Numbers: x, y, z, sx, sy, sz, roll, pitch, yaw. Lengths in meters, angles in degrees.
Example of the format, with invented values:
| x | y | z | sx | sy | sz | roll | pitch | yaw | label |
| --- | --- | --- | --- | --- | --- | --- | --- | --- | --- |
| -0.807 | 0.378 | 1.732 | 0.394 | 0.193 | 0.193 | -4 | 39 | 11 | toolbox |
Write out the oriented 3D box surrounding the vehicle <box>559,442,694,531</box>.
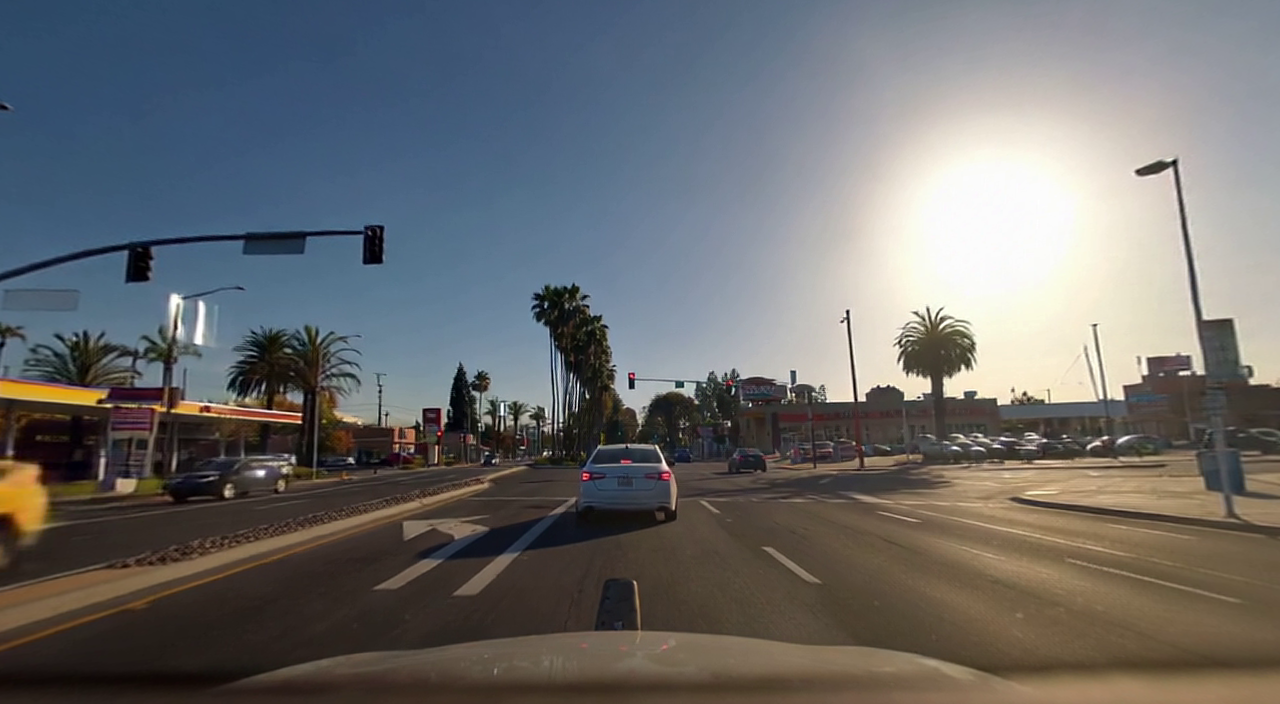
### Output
| x | y | z | sx | sy | sz | roll | pitch | yaw | label |
| --- | --- | --- | --- | --- | --- | --- | --- | --- | --- |
| -0.247 | 2.606 | 12.988 | 2.270 | 1.475 | 4.571 | 0 | -8 | -1 | vehicle |

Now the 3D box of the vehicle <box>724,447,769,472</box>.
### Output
| x | y | z | sx | sy | sz | roll | pitch | yaw | label |
| --- | --- | --- | --- | --- | --- | --- | --- | --- | --- |
| 6.733 | 6.812 | 40.354 | 2.017 | 1.491 | 4.420 | 0 | -8 | -1 | vehicle |

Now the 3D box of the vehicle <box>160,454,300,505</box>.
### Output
| x | y | z | sx | sy | sz | roll | pitch | yaw | label |
| --- | --- | --- | --- | --- | --- | --- | --- | --- | --- |
| -15.211 | 4.719 | 23.850 | 2.120 | 1.629 | 4.686 | 0 | -8 | 0 | vehicle |
